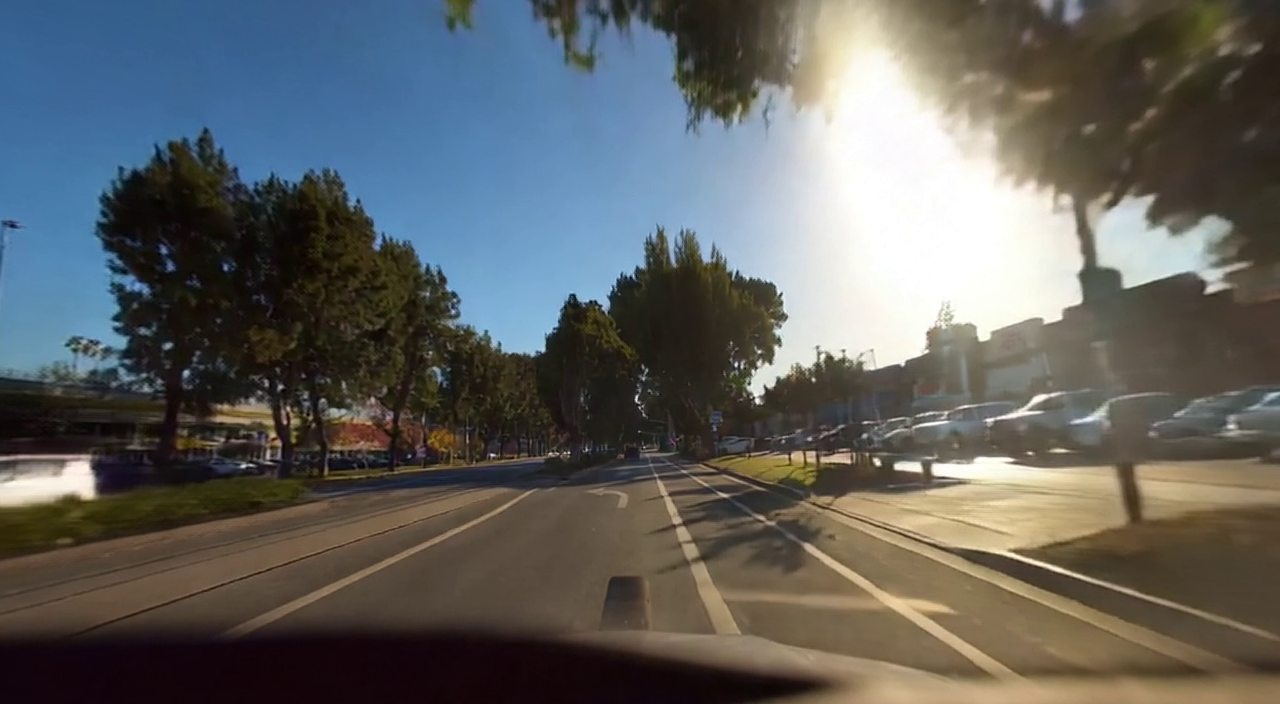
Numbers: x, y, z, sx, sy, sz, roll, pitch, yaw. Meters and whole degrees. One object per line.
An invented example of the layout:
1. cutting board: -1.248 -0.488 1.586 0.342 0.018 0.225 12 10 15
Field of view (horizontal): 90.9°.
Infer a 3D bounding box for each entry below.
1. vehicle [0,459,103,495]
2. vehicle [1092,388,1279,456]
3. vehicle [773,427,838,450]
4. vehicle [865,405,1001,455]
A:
1. vehicle: -32.365 6.707 33.865 5.102 1.762 2.006 0 -8 -1
2. vehicle: 13.017 1.657 14.667 3.651 1.470 1.616 -1 -9 0
3. vehicle: 12.825 6.710 49.031 4.469 1.709 2.098 0 -9 -1
4. vehicle: 12.696 3.395 27.570 4.713 1.767 2.268 -4 -7 1
